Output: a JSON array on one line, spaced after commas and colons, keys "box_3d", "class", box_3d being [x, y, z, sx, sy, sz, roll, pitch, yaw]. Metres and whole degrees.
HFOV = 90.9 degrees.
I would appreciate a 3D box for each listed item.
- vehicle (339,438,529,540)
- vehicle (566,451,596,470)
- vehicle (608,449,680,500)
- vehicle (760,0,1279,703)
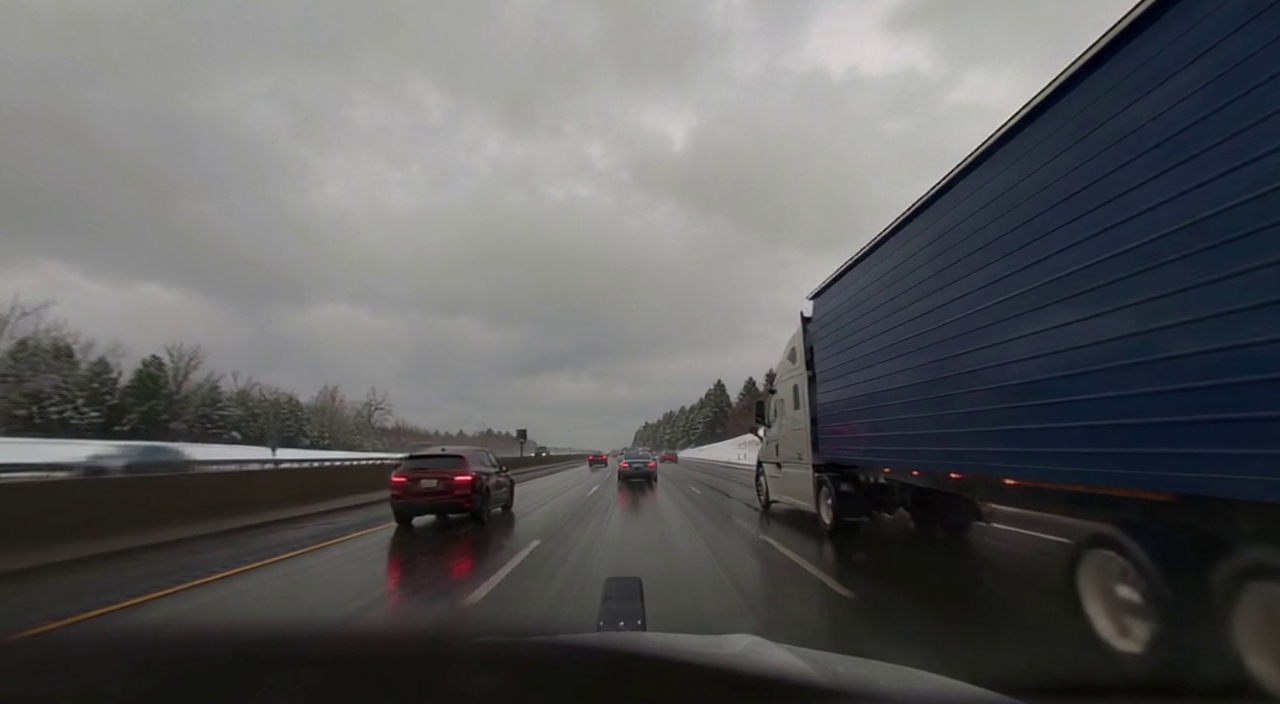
[{"box_3d": [-3.629, 2.504, 12.161, 2.153, 1.581, 4.375, 0, -9, 0], "class": "vehicle"}, {"box_3d": [-4.588, 8.499, 49.534, 2.017, 1.460, 4.382, 0, -9, -1], "class": "vehicle"}, {"box_3d": [0.095, 3.765, 19.813, 2.023, 1.400, 4.028, 0, -9, -1], "class": "vehicle"}, {"box_3d": [4.448, 0.539, 7.957, 2.905, 4.109, 14.332, 0, -9, 0], "class": "vehicle"}]
